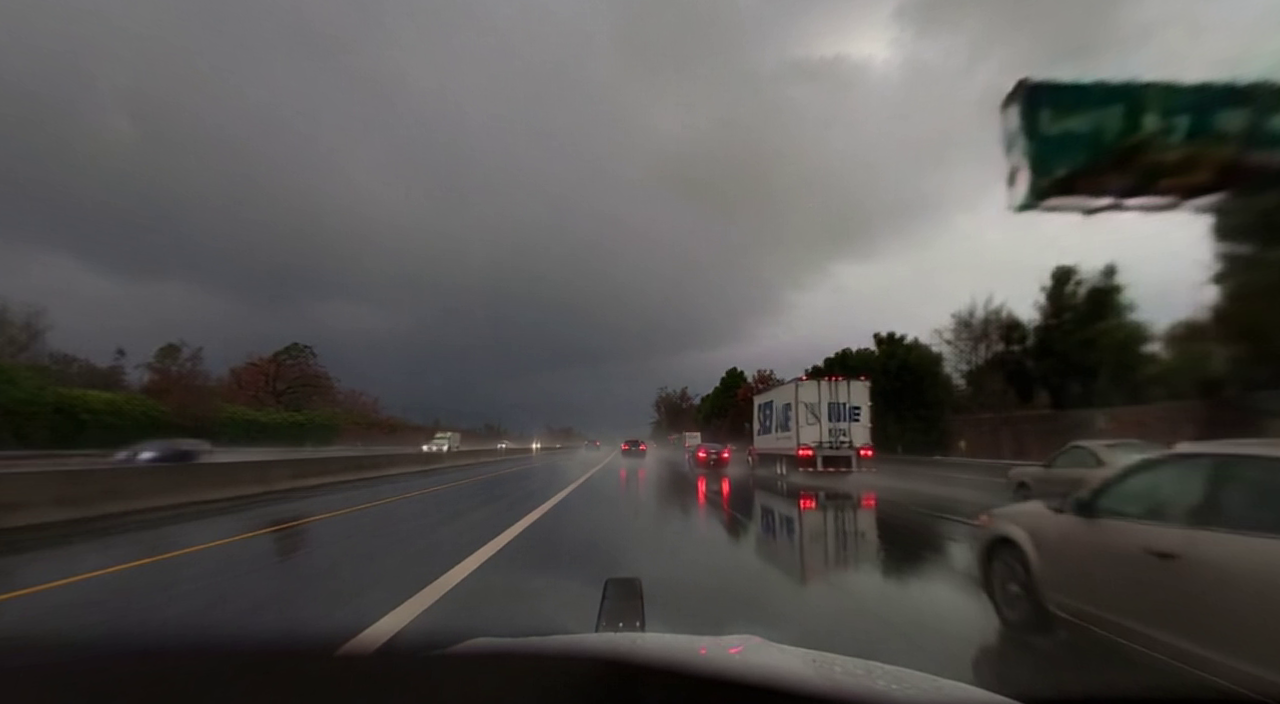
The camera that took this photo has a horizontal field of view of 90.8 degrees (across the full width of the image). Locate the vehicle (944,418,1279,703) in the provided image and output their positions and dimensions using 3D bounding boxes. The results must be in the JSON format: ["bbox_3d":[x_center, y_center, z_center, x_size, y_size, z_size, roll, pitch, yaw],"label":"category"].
[{"bbox_3d":[3.263,0.990,2.503,1.865,1.427,4.448,0,-8,-1],"label":"vehicle"}]

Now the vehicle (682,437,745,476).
[{"bbox_3d":[3.070,4.505,27.451,1.993,1.504,4.781,0,-9,-3],"label":"vehicle"}]

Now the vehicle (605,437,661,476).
[{"bbox_3d":[-0.320,4.250,25.869,2.098,1.475,3.997,0,-8,-2],"label":"vehicle"}]

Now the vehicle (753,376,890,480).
[{"bbox_3d":[7.183,3.320,26.642,2.799,3.655,8.627,0,-9,-3],"label":"vehicle"}]

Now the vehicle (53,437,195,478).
[{"bbox_3d":[-20.721,4.238,25.672,1.874,1.496,4.682,0,-9,-1],"label":"vehicle"}]
